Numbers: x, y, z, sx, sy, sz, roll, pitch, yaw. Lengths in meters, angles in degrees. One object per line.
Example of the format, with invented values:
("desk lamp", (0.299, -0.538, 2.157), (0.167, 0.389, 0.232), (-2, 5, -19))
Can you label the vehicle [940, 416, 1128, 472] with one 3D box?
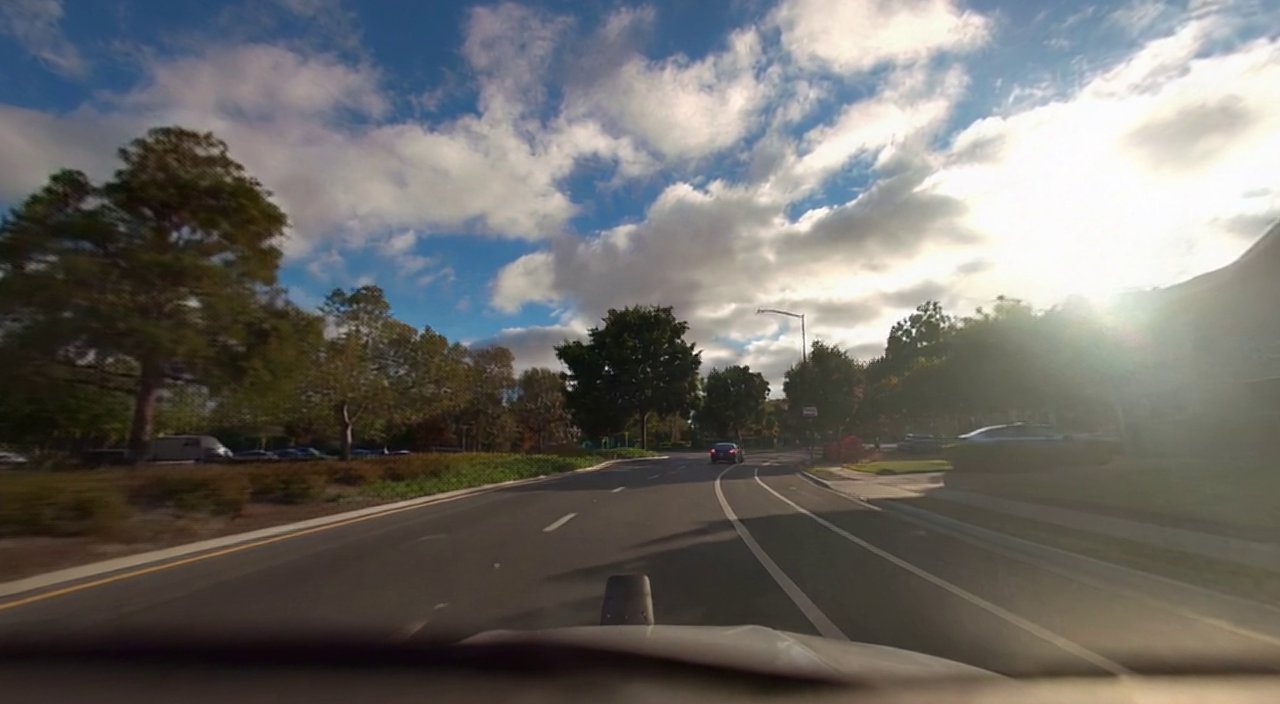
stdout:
("vehicle", (13.515, 3.222, 21.995), (4.999, 1.791, 2.177), (-2, -9, 11))

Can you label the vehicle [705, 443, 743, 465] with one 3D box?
("vehicle", (5.903, 7.099, 43.994), (2.050, 1.456, 4.003), (-2, -9, 15))
